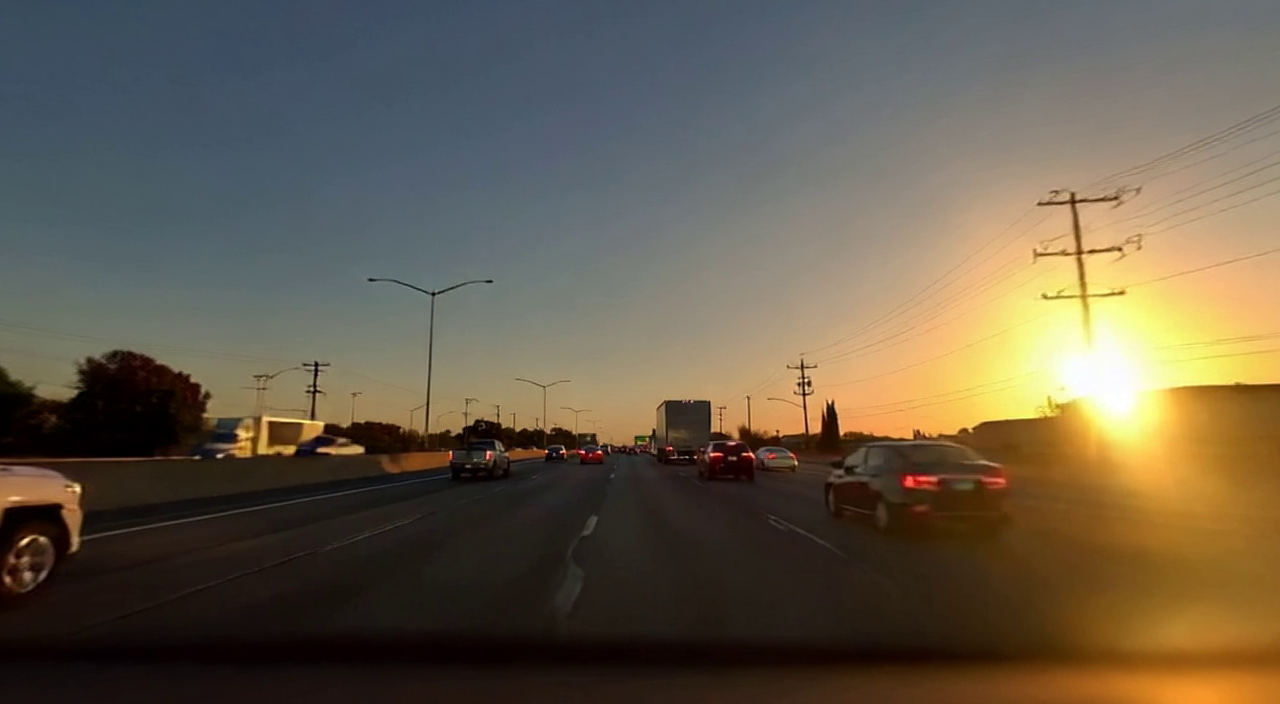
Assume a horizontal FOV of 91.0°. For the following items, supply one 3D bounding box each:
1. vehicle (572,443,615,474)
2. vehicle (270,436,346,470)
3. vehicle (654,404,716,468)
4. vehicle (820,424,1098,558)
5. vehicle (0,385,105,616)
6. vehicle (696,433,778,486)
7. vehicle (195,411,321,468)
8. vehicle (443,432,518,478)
[{"bbox_3d":[-2.426,5.700,34.015,2.060,1.508,4.308,1,-8,-1],"label":"vehicle"},{"bbox_3d":[-15.738,4.805,30.070,1.665,1.476,3.651,0,-8,-1],"label":"vehicle"},{"bbox_3d":[2.961,6.089,45.185,3.045,3.923,11.834,1,-9,-2],"label":"vehicle"},{"bbox_3d":[4.505,2.014,9.830,1.978,1.607,4.245,1,-9,-2],"label":"vehicle"},{"bbox_3d":[-5.779,0.895,3.303,2.127,1.705,4.374,1,-9,-2],"label":"vehicle"},{"bbox_3d":[3.566,4.074,24.170,2.182,1.782,4.800,1,-9,-2],"label":"vehicle"},{"bbox_3d":[-29.605,6.946,49.811,3.018,3.937,11.431,1,-9,-2],"label":"vehicle"},{"bbox_3d":[-6.843,4.481,27.632,2.147,1.825,4.602,1,-8,-1],"label":"vehicle"}]
